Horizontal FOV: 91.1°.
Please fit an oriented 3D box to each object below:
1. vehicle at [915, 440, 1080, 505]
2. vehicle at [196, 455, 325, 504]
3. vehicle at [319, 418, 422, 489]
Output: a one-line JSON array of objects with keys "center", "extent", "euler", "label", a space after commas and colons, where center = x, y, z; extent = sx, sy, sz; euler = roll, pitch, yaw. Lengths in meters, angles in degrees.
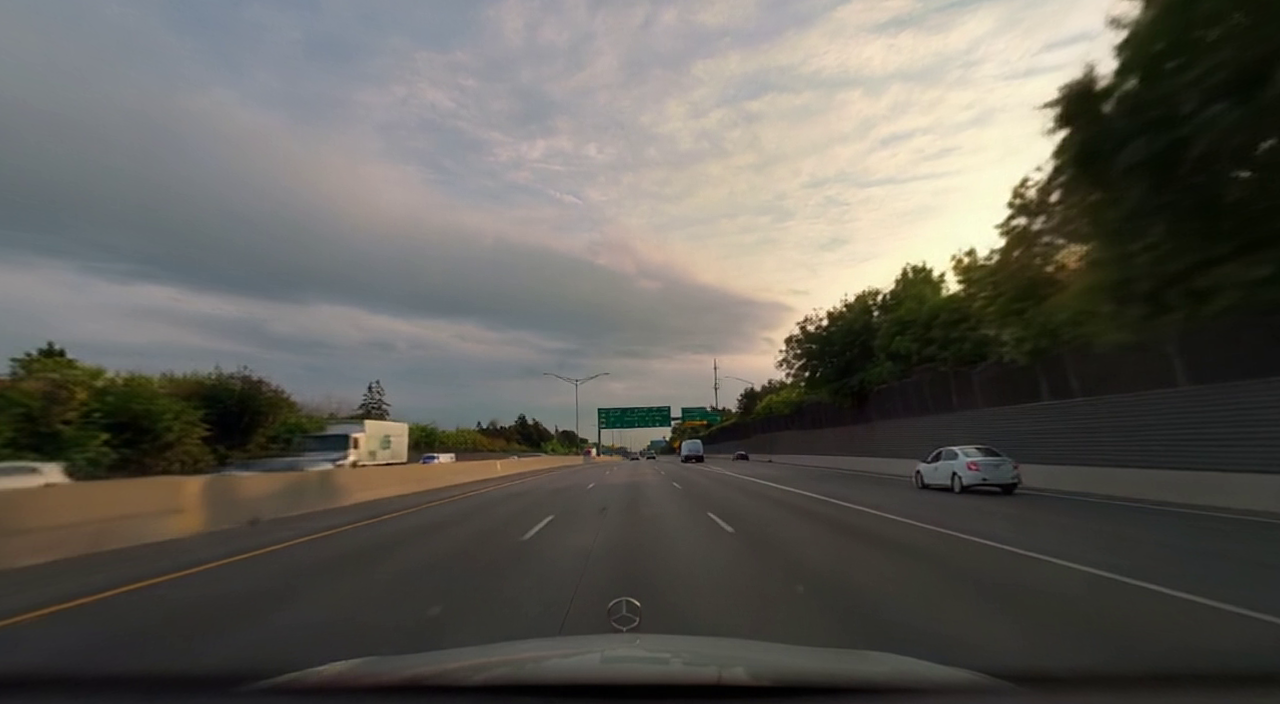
[{"center": [10.143, 3.442, 18.397], "extent": [1.950, 1.632, 4.845], "euler": [0, -9, 0], "label": "vehicle"}, {"center": [-12.937, 4.341, 21.779], "extent": [1.853, 1.456, 4.215], "euler": [0, -9, -1], "label": "vehicle"}, {"center": [-16.491, 6.257, 39.246], "extent": [3.138, 3.947, 7.349], "euler": [1, -8, -1], "label": "vehicle"}]
